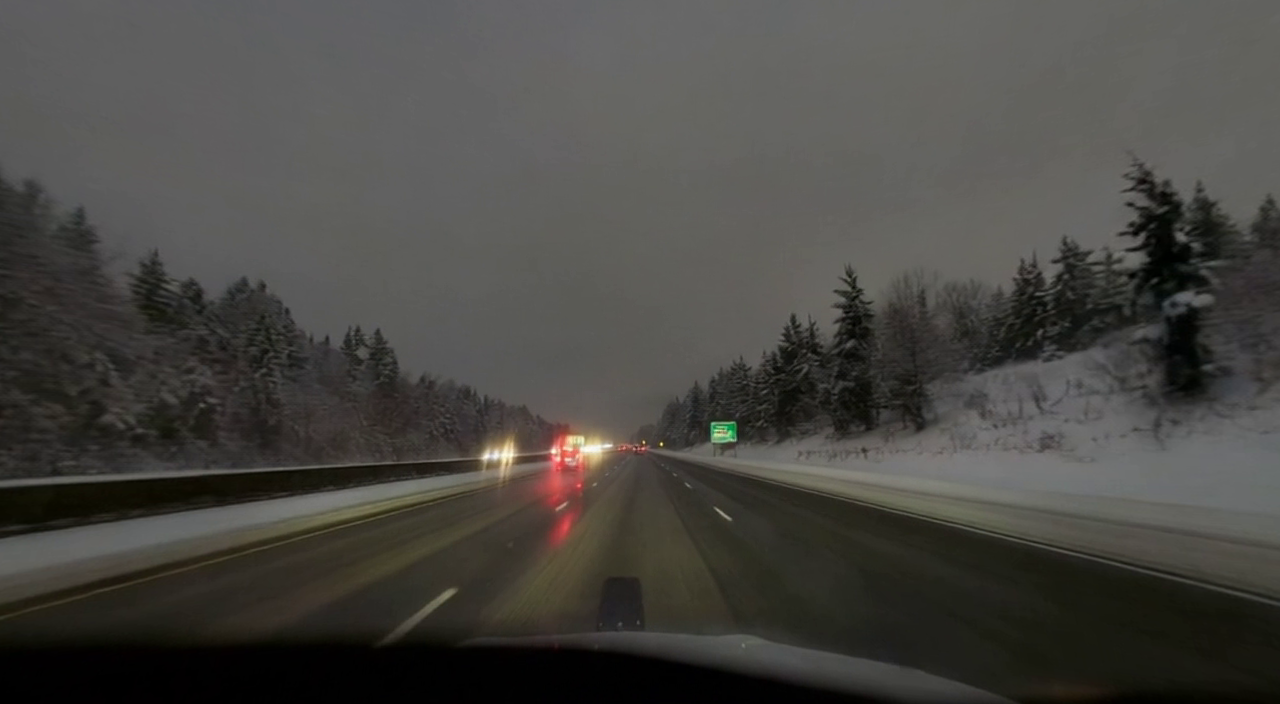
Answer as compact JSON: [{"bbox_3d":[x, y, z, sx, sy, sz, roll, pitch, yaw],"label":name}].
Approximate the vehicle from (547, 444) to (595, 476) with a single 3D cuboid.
[{"bbox_3d":[-3.521,5.642,33.063,1.979,1.521,4.147,0,-9,1],"label":"vehicle"}]
